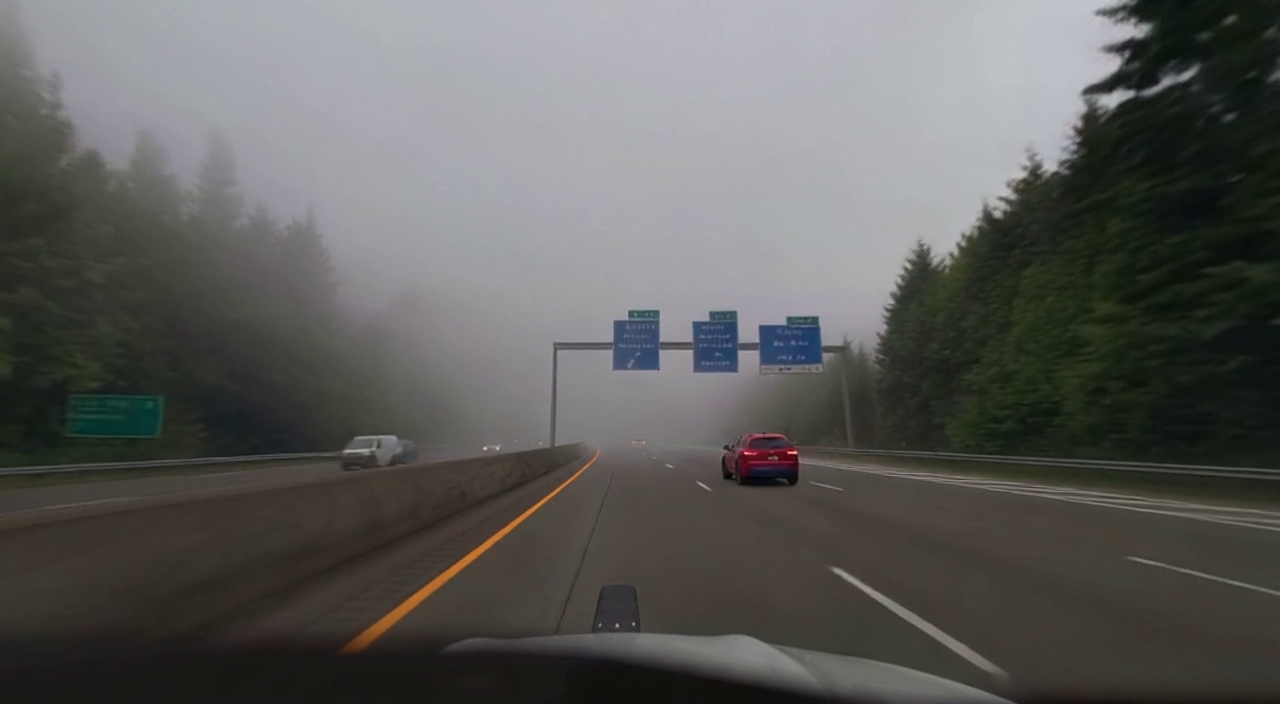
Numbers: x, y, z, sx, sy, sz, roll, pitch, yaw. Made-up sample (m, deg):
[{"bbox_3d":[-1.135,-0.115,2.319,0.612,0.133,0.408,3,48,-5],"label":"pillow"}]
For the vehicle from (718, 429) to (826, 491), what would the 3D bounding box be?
[{"bbox_3d":[3.544,2.973,17.771,1.958,1.526,4.227,0,-8,-2],"label":"vehicle"}]

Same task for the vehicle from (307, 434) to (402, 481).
[{"bbox_3d":[-13.223,4.867,29.575,2.282,2.023,4.788,0,-8,-2],"label":"vehicle"}]
